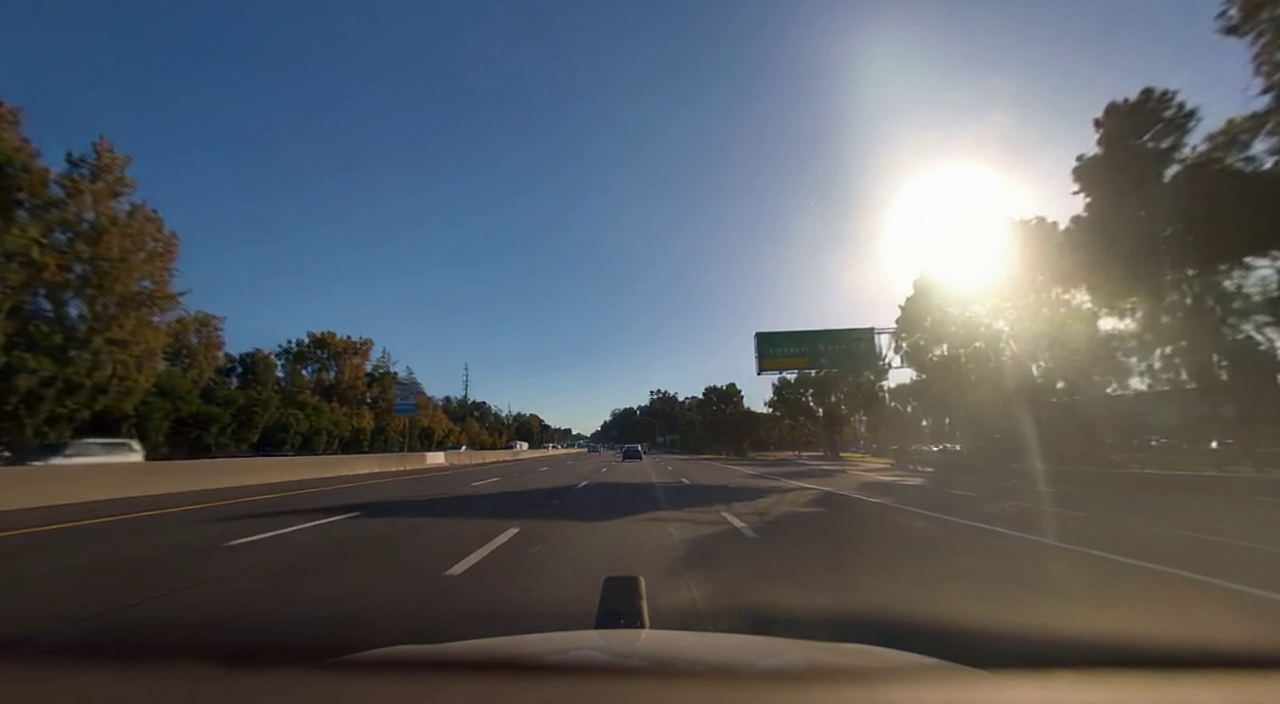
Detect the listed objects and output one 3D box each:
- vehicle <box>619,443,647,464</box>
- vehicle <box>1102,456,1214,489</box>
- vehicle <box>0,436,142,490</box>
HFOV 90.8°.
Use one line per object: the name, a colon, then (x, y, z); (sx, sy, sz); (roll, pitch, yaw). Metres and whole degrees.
vehicle: (-0.575, 7.773, 48.501); (2.025, 1.460, 4.189); (0, -8, -1)
vehicle: (24.450, 5.681, 29.921); (3.596, 1.434, 1.782); (-1, -9, 5)
vehicle: (-21.035, 3.899, 22.687); (2.201, 1.708, 4.988); (0, -8, 0)
